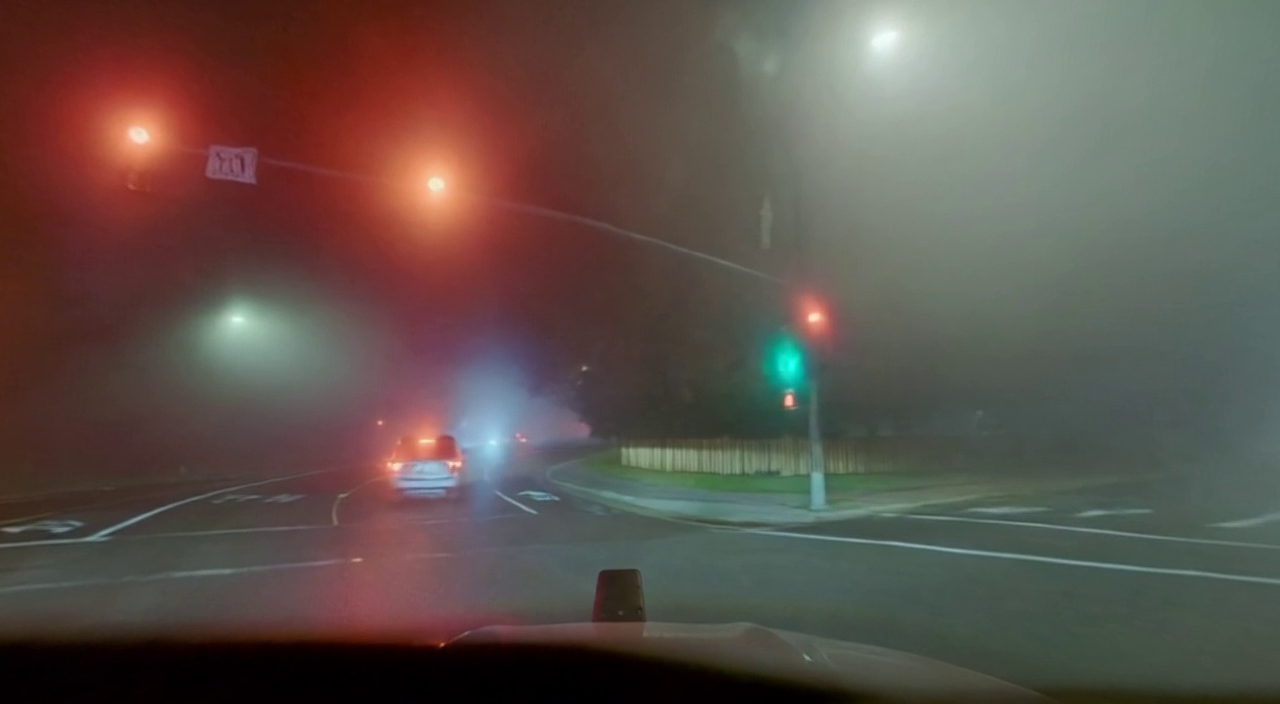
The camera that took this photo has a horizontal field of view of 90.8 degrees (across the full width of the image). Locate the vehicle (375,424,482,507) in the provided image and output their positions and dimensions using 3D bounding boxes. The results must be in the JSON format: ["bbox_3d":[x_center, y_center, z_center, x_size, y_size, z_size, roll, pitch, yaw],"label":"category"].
[{"bbox_3d":[-5.416,2.886,16.599,2.230,1.827,4.580,2,-9,-15],"label":"vehicle"}]

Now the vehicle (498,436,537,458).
[{"bbox_3d":[-8.696,6.770,45.230,1.929,1.476,4.655,0,-8,-1],"label":"vehicle"}]
